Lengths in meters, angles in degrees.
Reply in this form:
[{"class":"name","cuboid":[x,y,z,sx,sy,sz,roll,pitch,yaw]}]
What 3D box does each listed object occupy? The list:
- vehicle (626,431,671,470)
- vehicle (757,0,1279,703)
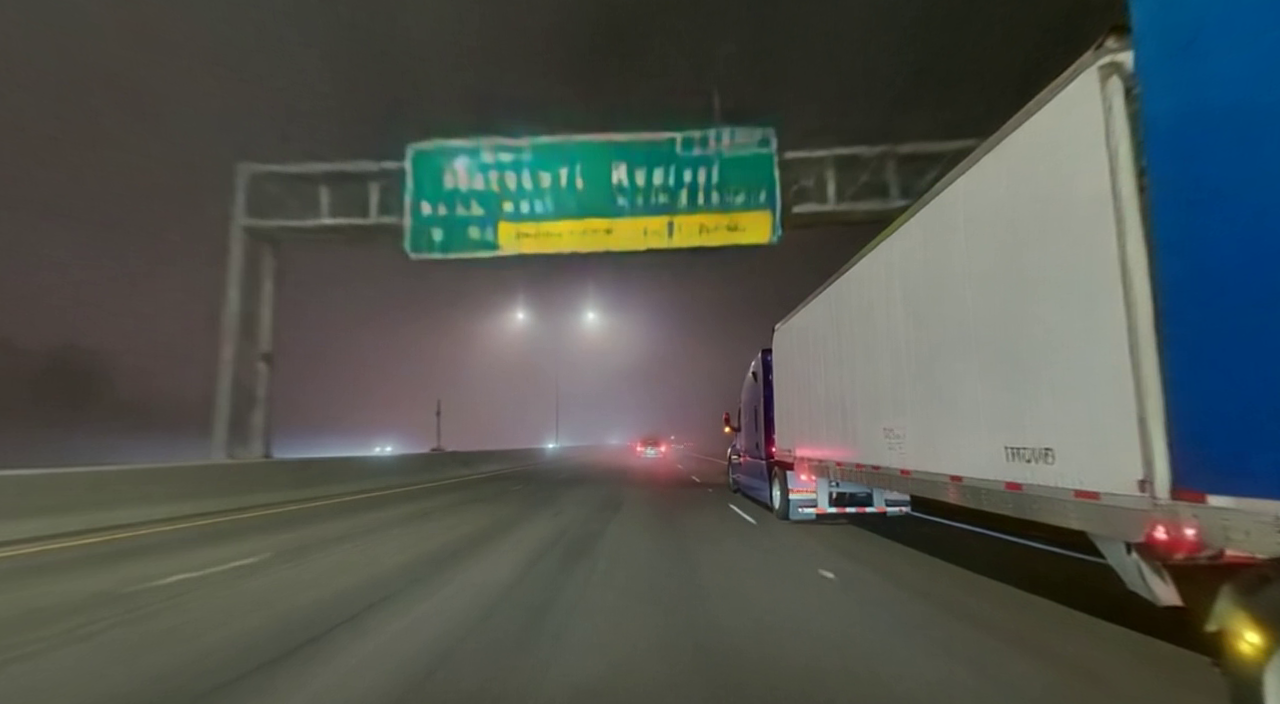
[{"class":"vehicle","cuboid":[0.405,5.156,33.051,2.205,1.860,4.301,0,-8,0]},{"class":"vehicle","cuboid":[4.029,0.149,5.728,3.019,4.145,16.453,-1,-8,1]}]
